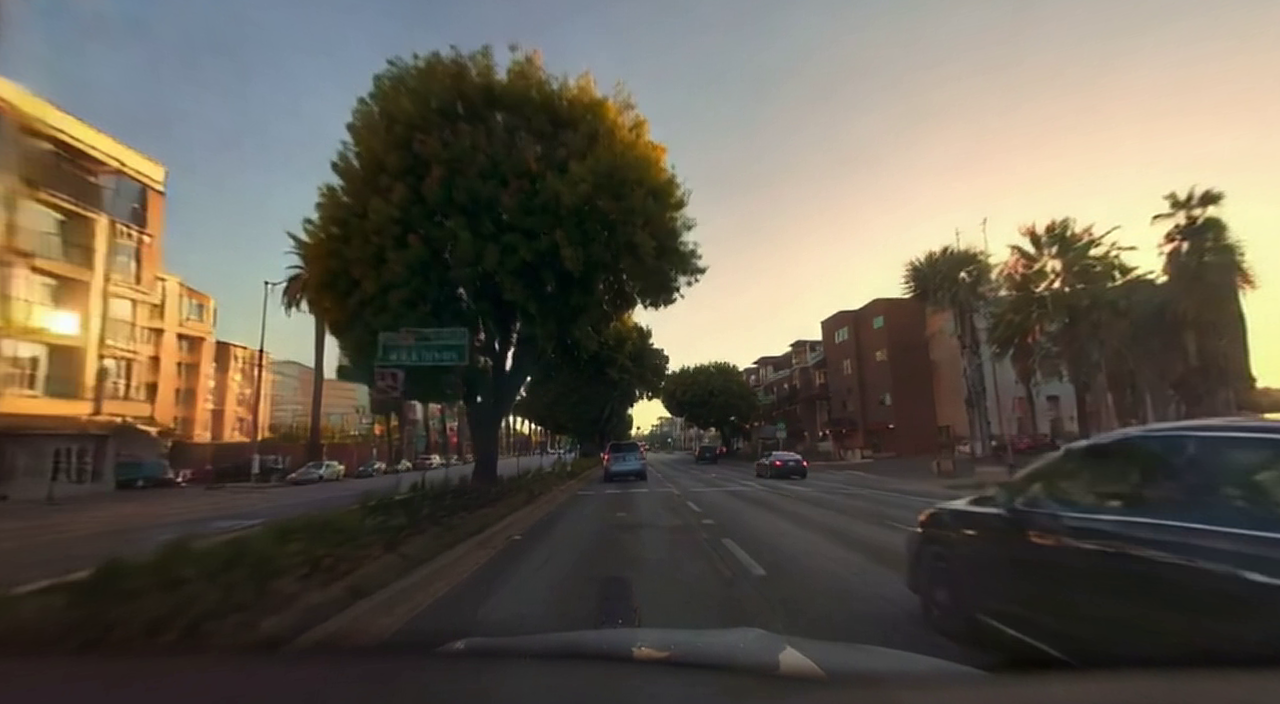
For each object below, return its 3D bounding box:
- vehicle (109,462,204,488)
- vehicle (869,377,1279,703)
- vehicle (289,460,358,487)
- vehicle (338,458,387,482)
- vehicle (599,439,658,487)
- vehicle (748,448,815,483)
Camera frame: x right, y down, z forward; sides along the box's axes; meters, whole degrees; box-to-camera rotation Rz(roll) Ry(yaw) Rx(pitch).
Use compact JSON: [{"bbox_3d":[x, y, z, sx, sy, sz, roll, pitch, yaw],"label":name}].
[{"bbox_3d":[-30.214,7.711,39.413,4.400,1.474,1.732,1,-9,-1],"label":"vehicle"},{"bbox_3d":[3.082,1.023,2.898,2.195,1.590,4.668,0,-9,-1],"label":"vehicle"},{"bbox_3d":[-19.558,7.513,39.127,1.920,1.505,4.351,0,-9,1],"label":"vehicle"},{"bbox_3d":[-19.761,8.383,44.923,1.753,1.600,4.040,0,-9,-2],"label":"vehicle"},{"bbox_3d":[-0.489,4.627,26.520,2.277,1.816,4.192,0,-9,-1],"label":"vehicle"},{"bbox_3d":[6.572,5.302,29.821,1.975,1.483,4.769,0,-9,-2],"label":"vehicle"}]
